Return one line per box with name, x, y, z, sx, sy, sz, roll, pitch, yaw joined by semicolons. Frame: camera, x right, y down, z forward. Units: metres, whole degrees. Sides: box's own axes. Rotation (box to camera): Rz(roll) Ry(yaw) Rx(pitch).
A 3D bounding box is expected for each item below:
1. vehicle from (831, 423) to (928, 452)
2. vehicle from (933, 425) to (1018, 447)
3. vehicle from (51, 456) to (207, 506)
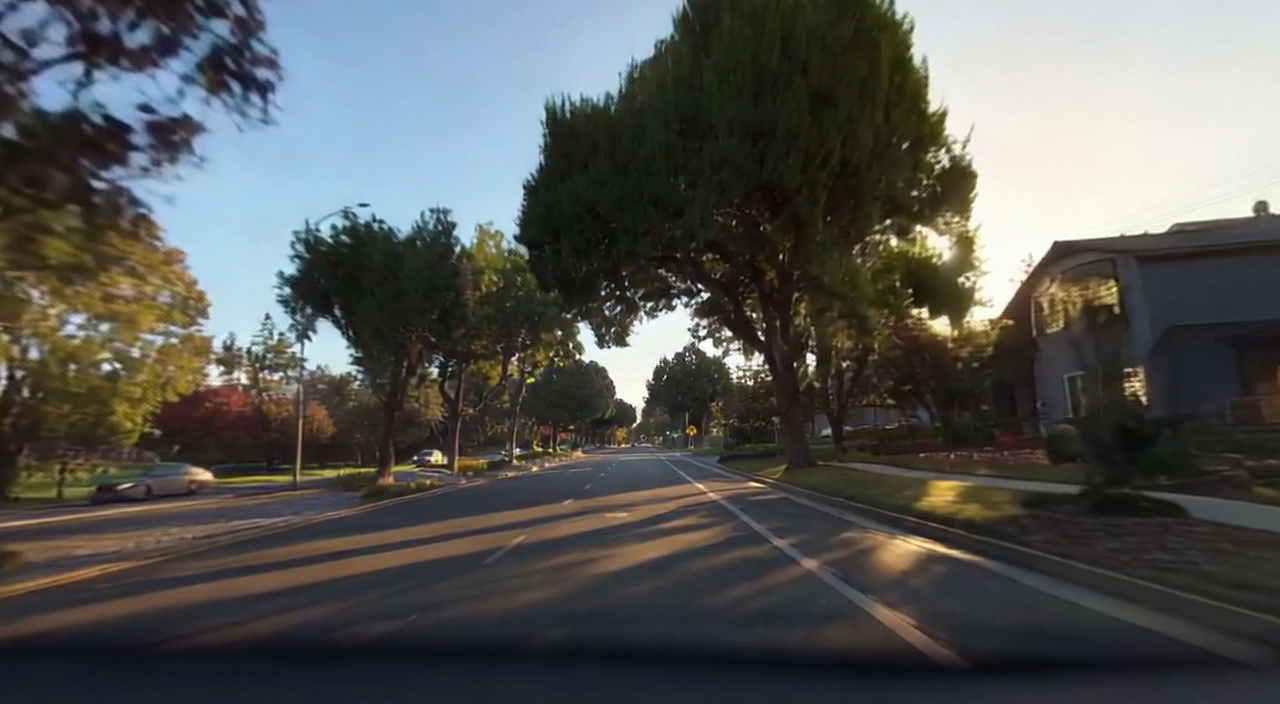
vehicle;16.447;5.918;43.541;5.702;1.899;2.294;0;-8;0
vehicle;23.107;5.830;43.650;4.761;1.457;1.894;0;-9;1
vehicle;-18.361;4.627;23.046;1.846;1.515;4.538;0;-8;1
